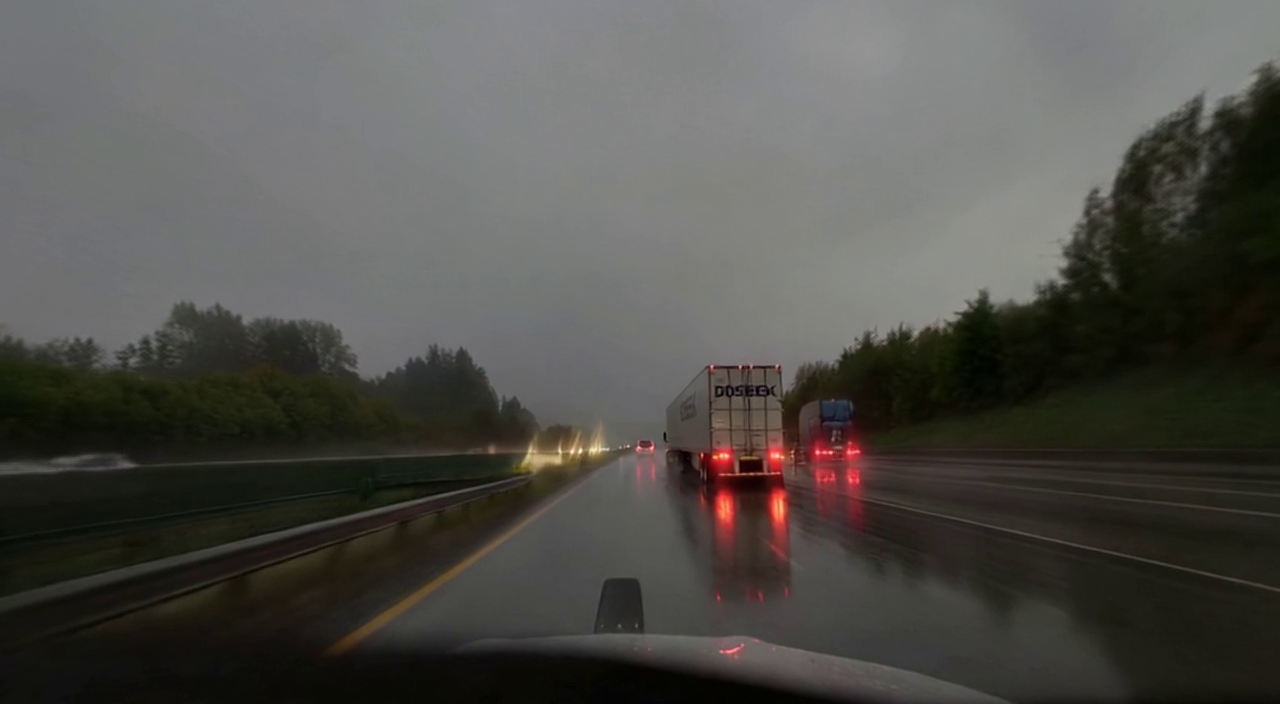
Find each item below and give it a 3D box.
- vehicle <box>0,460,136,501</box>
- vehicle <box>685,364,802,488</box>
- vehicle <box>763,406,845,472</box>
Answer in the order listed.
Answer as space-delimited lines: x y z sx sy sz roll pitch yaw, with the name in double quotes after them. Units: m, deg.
-24.233 5.307 26.261 1.907 1.481 4.822 -1 -9 5 "vehicle"
3.708 3.140 25.328 3.025 4.010 9.542 0 -9 0 "vehicle"
11.325 6.245 44.575 2.946 4.031 10.368 -1 -9 0 "vehicle"
